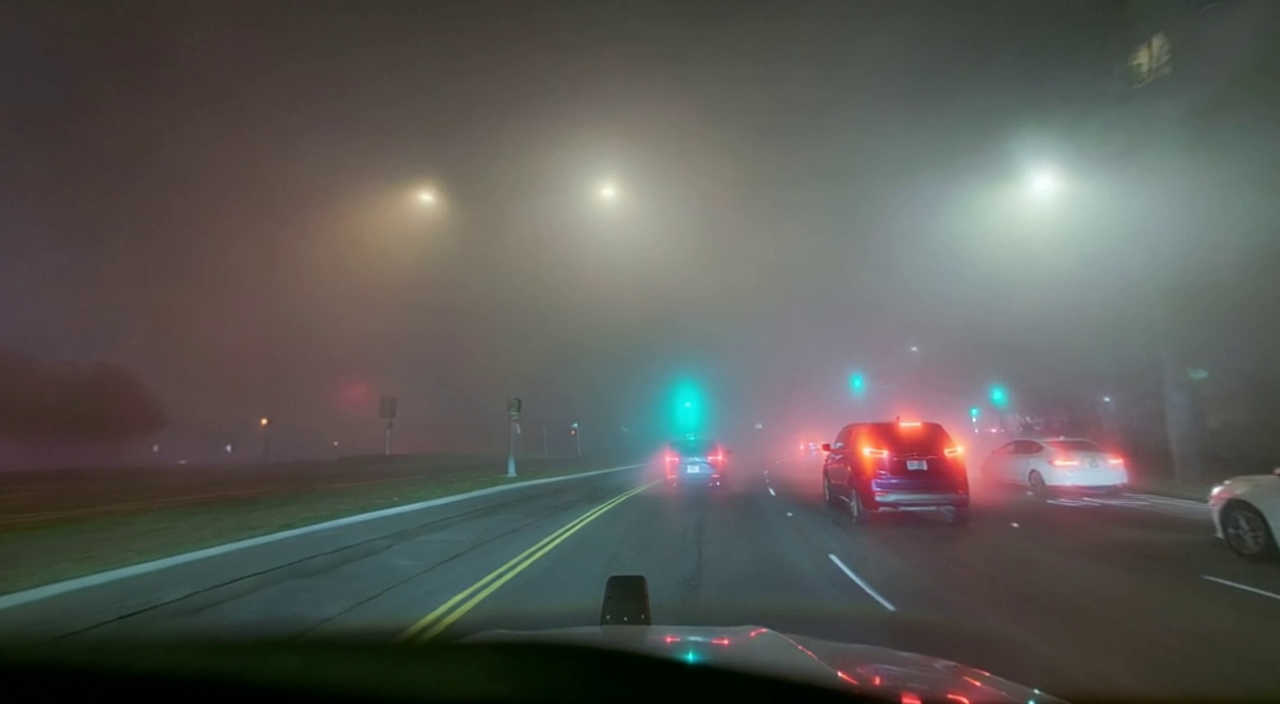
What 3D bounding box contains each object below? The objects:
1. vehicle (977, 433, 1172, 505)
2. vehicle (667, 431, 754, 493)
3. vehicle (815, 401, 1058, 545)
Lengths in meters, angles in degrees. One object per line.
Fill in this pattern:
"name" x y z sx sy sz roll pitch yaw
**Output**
"vehicle" 10.165 2.746 15.282 1.882 1.463 4.543 -1 -9 7
"vehicle" 2.084 3.084 17.998 2.168 1.527 4.174 -1 -9 8
"vehicle" 4.464 1.900 10.556 2.119 1.810 4.848 -1 -8 6
